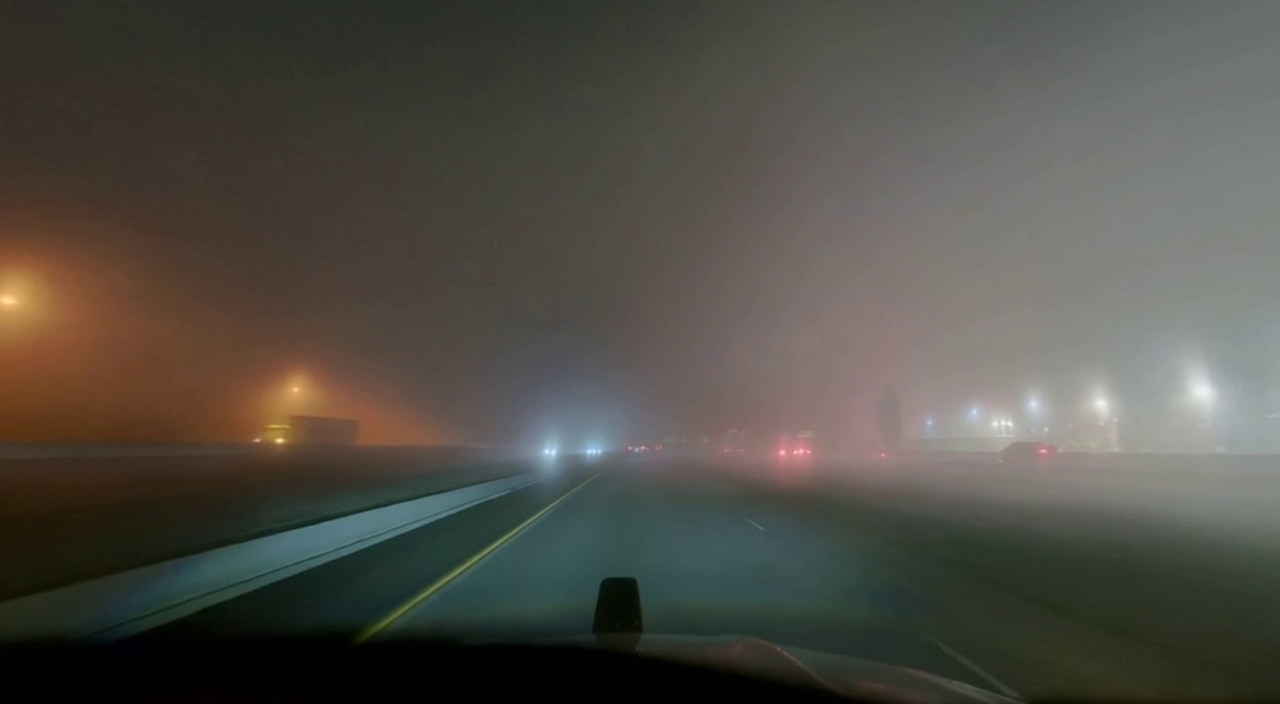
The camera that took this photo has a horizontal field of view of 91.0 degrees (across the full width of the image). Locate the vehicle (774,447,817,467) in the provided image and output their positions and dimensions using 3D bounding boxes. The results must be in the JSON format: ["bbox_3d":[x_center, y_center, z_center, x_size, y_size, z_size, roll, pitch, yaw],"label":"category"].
[{"bbox_3d":[12.126,8.174,49.341,2.017,1.478,4.364,0,-8,-3],"label":"vehicle"}]

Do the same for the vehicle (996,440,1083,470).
[{"bbox_3d":[26.388,6.819,41.855,2.074,1.881,5.056,1,-8,-5],"label":"vehicle"}]
